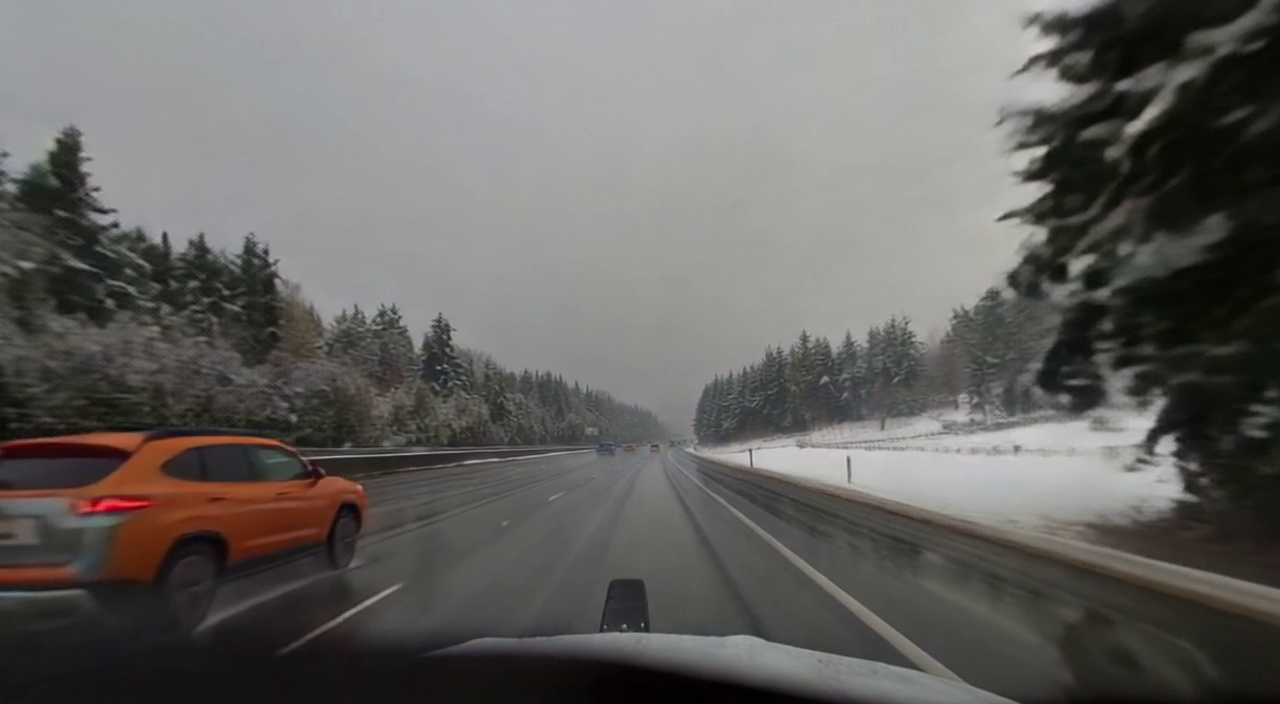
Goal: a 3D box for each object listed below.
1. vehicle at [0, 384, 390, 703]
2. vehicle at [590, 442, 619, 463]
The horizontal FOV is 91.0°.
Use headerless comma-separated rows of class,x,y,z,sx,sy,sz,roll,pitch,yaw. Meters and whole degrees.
vehicle,-3.794,1.196,4.735,1.993,1.538,4.192,0,-8,2
vehicle,-2.698,7.720,48.525,2.015,1.561,4.469,0,-8,0
